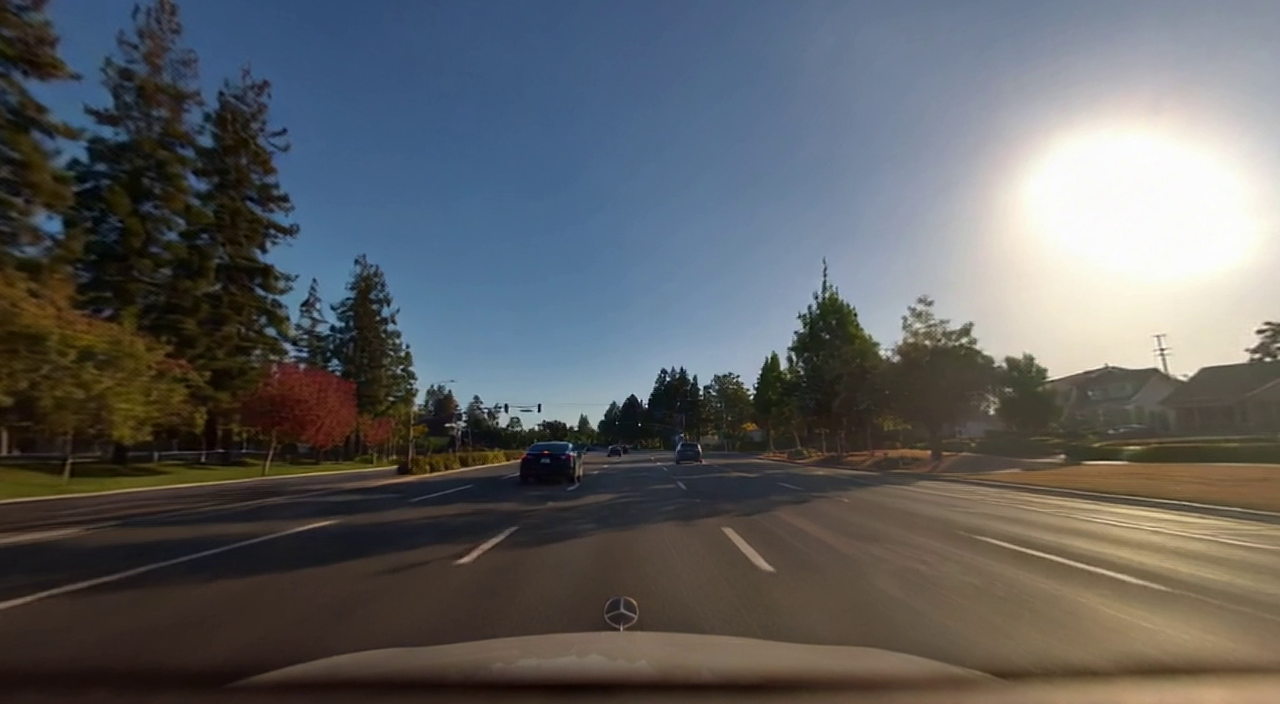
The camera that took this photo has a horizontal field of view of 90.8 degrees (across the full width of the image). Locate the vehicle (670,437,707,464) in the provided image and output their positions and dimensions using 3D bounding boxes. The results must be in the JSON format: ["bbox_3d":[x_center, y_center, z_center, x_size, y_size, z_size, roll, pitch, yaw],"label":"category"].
[{"bbox_3d":[3.222,6.646,42.562,2.072,1.696,4.177,0,-8,-1],"label":"vehicle"}]

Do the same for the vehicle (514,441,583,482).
[{"bbox_3d":[-3.579,4.365,25.514,2.112,1.471,4.212,0,-8,1],"label":"vehicle"}]
